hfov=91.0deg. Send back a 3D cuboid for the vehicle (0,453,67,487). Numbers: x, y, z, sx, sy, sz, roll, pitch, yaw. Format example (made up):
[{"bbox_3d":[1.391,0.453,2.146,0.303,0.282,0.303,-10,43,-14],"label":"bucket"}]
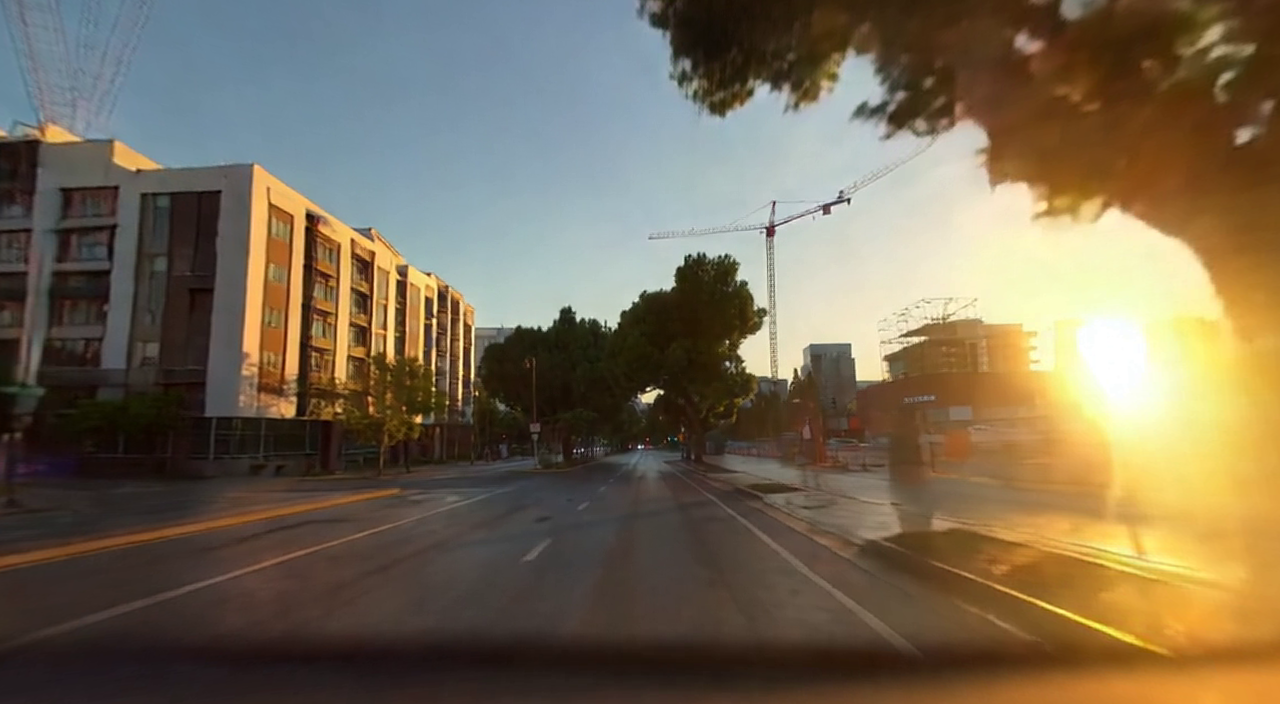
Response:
[{"bbox_3d":[-32.680,6.056,32.405,4.308,1.598,1.891,0,-7,-8],"label":"vehicle"}]
